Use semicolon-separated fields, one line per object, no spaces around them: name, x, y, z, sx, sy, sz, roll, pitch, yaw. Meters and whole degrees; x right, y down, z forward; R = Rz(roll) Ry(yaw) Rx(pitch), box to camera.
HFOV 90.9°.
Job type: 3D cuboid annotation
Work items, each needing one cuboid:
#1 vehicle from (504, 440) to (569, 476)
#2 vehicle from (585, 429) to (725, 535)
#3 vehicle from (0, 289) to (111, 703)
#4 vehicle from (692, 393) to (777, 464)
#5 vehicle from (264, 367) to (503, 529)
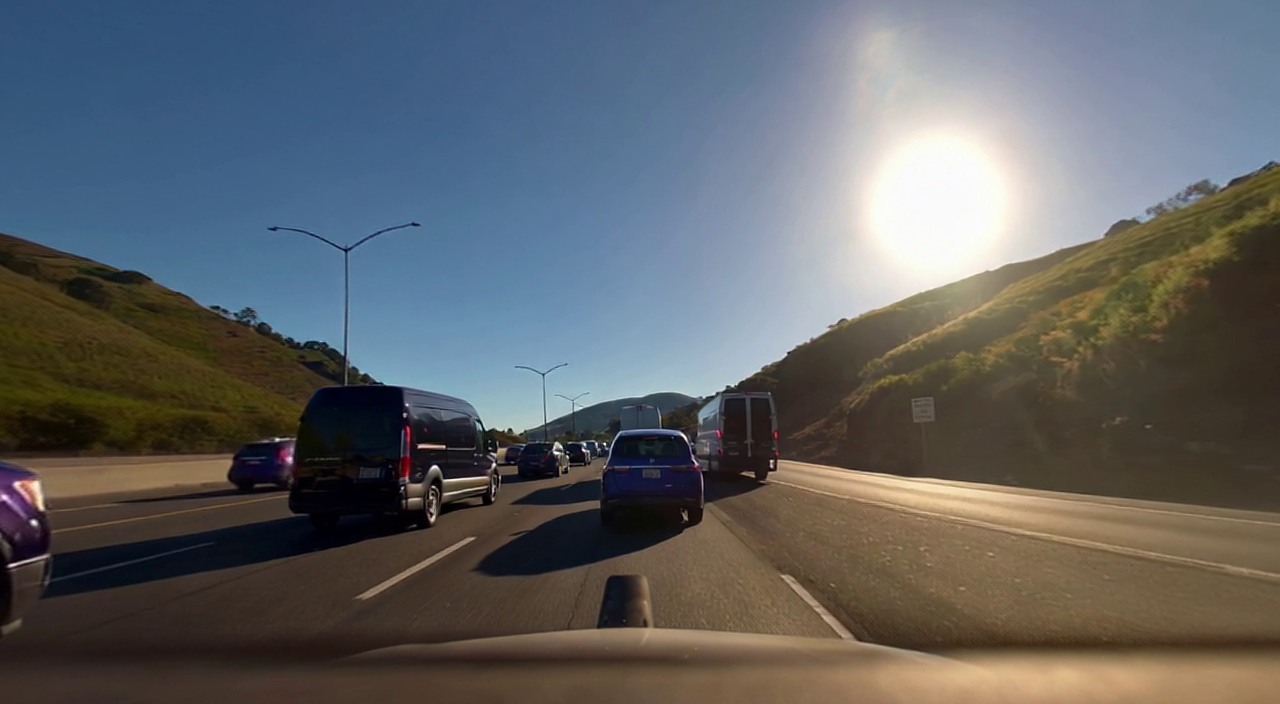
vehicle;-4.440;4.627;27.786;2.007;1.457;4.447;0;-8;1
vehicle;0.173;2.161;11.099;2.003;1.499;3.930;0;-8;-1
vehicle;-4.265;0.425;0.927;2.195;2.086;5.445;0;-8;0
vehicle;6.387;5.826;46.555;2.989;4.277;16.586;0;-8;-3
vehicle;-4.643;1.908;12.779;2.300;2.522;5.701;0;-8;1
